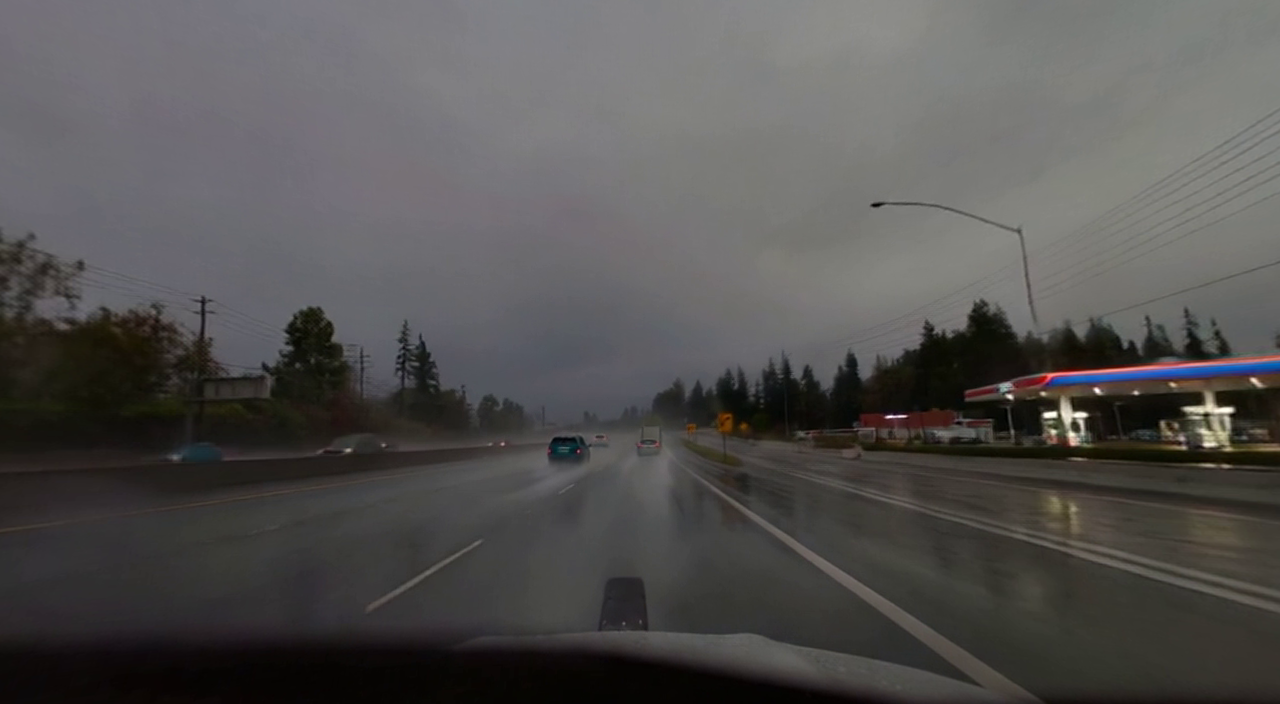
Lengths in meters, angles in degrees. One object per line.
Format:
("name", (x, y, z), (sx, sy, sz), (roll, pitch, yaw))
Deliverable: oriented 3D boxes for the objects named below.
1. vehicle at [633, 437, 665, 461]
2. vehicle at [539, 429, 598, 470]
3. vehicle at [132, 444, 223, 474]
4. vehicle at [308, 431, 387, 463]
("vehicle", (0.561, 6.451, 42.185), (1.982, 1.524, 3.800), (0, -8, -1))
("vehicle", (-3.469, 4.843, 31.439), (2.273, 1.884, 4.515), (0, -8, 2))
("vehicle", (-27.883, 6.468, 38.260), (2.051, 1.686, 4.574), (0, -8, 0))
("vehicle", (-20.393, 6.681, 44.383), (2.388, 2.040, 6.505), (0, -8, 0))
